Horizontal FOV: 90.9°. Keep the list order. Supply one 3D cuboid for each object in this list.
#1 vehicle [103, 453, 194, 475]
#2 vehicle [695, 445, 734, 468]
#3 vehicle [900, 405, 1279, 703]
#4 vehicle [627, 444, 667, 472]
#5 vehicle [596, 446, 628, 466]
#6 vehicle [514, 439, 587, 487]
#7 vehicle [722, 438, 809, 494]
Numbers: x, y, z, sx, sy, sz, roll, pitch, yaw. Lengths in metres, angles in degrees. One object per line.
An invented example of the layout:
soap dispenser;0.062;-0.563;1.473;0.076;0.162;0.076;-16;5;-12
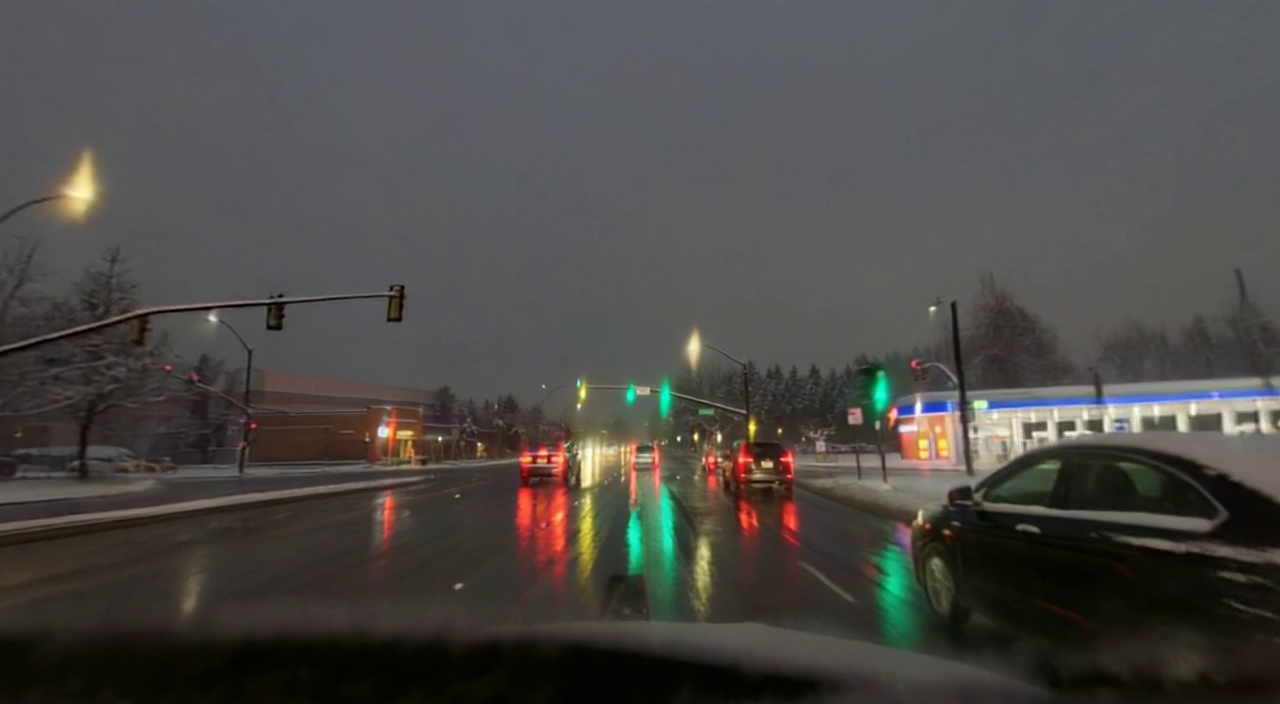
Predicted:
vehicle;-33.926;7.728;43.537;4.652;1.453;1.945;0;-8;1
vehicle;5.037;7.115;42.951;2.174;1.462;4.400;0;-8;1
vehicle;3.596;1.158;3.801;2.038;1.499;4.868;0;-8;1
vehicle;0.381;5.983;35.777;2.104;1.477;4.591;0;-8;0
vehicle;-2.051;7.821;47.606;2.192;1.463;4.211;0;-8;1
vehicle;-3.224;4.104;23.575;2.023;1.607;4.086;0;-8;2
vehicle;4.044;3.737;21.065;2.022;1.683;4.171;0;-8;0
